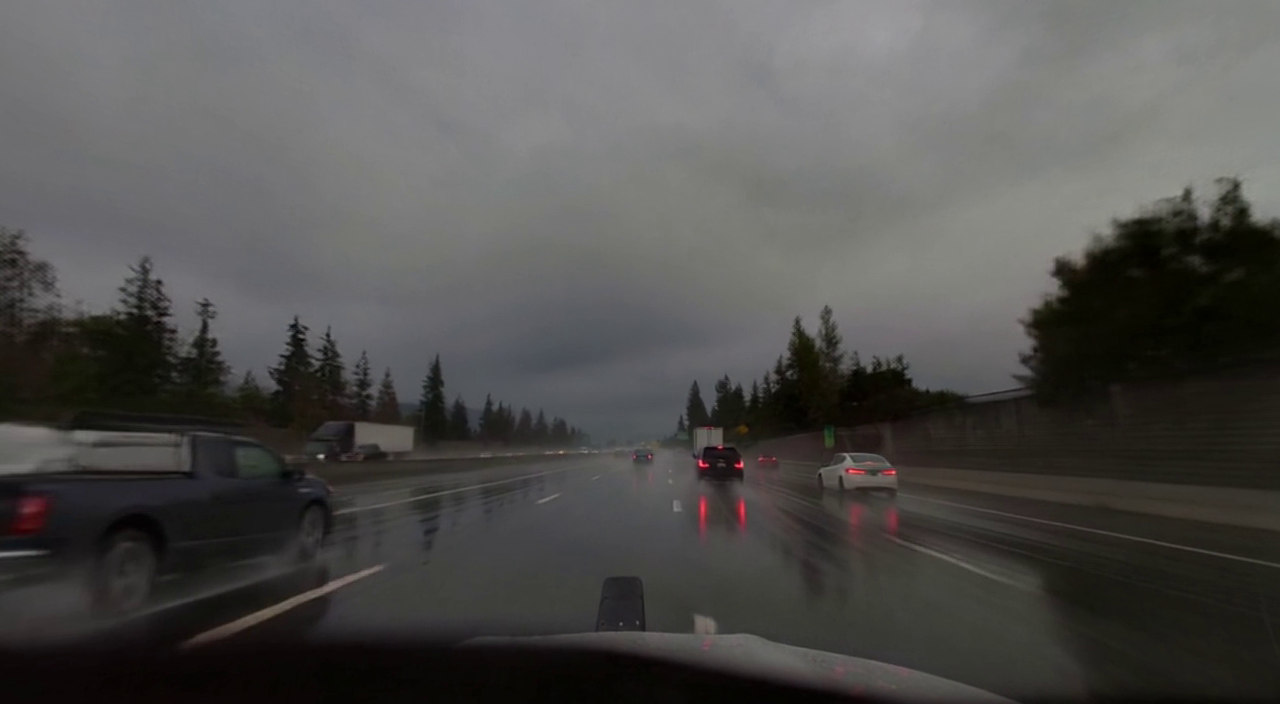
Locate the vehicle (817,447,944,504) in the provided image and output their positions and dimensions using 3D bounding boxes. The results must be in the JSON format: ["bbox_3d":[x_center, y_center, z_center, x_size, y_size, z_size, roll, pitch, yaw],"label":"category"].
[{"bbox_3d":[7.131,3.682,19.367,2.146,1.482,4.665,0,-9,1],"label":"vehicle"}]

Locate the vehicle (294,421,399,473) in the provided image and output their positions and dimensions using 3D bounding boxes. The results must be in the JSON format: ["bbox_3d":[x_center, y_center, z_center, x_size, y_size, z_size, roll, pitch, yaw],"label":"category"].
[{"bbox_3d":[-20.601,6.795,45.084,2.848,3.328,8.515,-1,-9,4],"label":"vehicle"}]

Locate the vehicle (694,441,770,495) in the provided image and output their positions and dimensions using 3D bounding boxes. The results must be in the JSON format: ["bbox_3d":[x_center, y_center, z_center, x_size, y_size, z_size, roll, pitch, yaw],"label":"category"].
[{"bbox_3d":[3.116,4.027,22.331,2.103,1.717,4.399,0,-9,1],"label":"vehicle"}]

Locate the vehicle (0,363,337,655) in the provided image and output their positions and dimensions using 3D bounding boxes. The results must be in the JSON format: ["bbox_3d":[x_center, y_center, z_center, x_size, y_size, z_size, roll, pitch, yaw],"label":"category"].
[{"bbox_3d":[-5.150,1.259,5.679,2.036,1.892,5.214,0,-9,3],"label":"vehicle"}]
